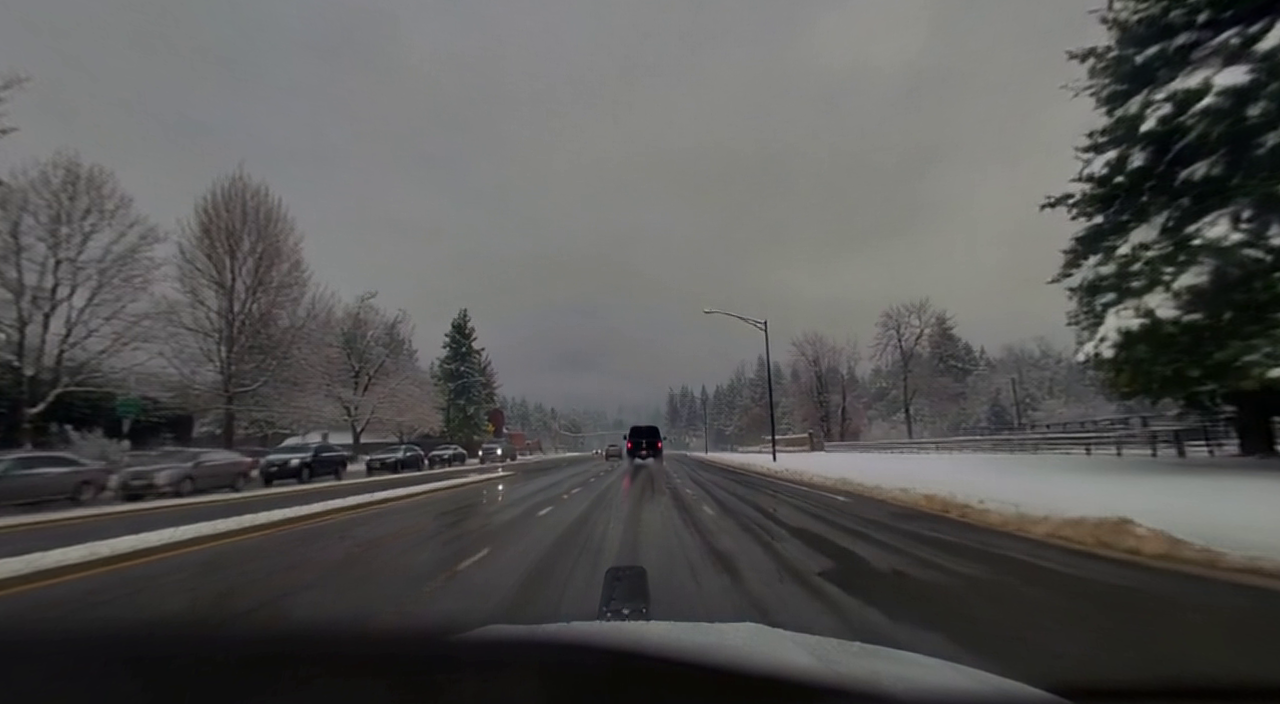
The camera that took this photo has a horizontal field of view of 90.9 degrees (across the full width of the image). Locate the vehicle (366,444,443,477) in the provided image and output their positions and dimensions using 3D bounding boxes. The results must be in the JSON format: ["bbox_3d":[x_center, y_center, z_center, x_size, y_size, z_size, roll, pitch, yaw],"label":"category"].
[{"bbox_3d":[-11.527,5.338,31.247,1.884,1.486,4.566,0,-8,2],"label":"vehicle"}]

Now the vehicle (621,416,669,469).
[{"bbox_3d":[0.268,6.100,42.506,2.843,3.120,10.422,0,-8,0],"label":"vehicle"}]

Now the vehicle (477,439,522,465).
[{"bbox_3d":[-11.017,7.897,49.795,2.155,1.941,4.977,0,-8,3],"label":"vehicle"}]

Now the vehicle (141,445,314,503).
[{"bbox_3d":[-11.768,3.459,18.447,1.935,1.467,4.451,0,-8,2],"label":"vehicle"}]

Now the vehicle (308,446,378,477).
[{"bbox_3d":[-18.154,6.694,38.734,1.899,1.727,4.464,0,-8,3],"label":"vehicle"}]

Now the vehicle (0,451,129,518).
[{"bbox_3d":[-15.382,3.178,15.331,1.853,1.449,4.601,0,-8,3],"label":"vehicle"}]
